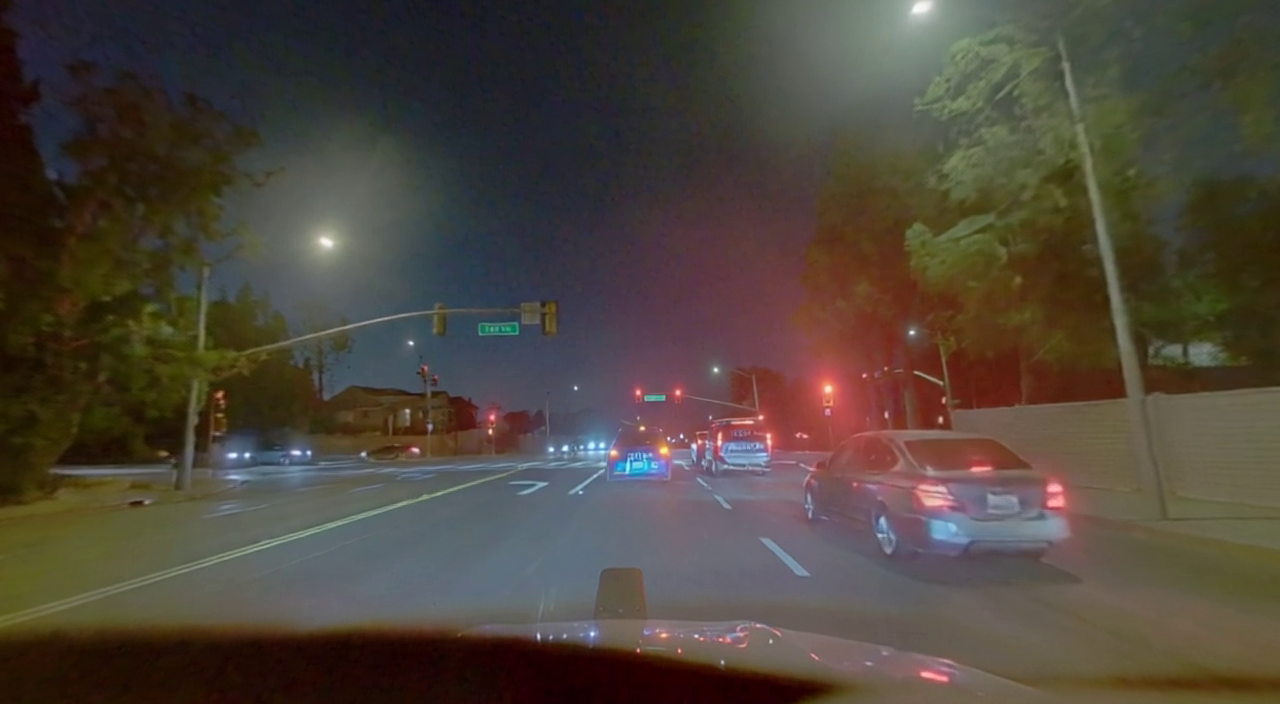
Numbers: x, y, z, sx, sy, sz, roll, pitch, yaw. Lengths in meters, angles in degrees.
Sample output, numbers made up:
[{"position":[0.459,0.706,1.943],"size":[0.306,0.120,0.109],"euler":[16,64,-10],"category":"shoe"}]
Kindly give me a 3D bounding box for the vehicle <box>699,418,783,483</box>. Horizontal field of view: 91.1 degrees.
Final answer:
[{"position":[3.201,3.251,20.785],"size":[2.059,1.924,4.257],"euler":[0,-9,0],"category":"vehicle"}]

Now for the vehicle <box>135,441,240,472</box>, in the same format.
[{"position":[-28.118,6.484,39.160],"size":[4.757,1.841,2.121],"euler":[1,-9,-7],"category":"vehicle"}]

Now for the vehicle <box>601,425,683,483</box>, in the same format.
[{"position":[0.104,3.257,20.127],"size":[2.321,1.624,4.367],"euler":[0,-9,1],"category":"vehicle"}]

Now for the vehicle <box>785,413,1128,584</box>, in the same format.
[{"position":[3.361,1.660,7.940],"size":[1.934,1.506,4.544],"euler":[0,-9,0],"category":"vehicle"}]

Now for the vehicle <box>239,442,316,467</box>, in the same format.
[{"position":[-24.992,7.064,43.362],"size":[4.073,1.603,1.920],"euler":[1,-9,-8],"category":"vehicle"}]
